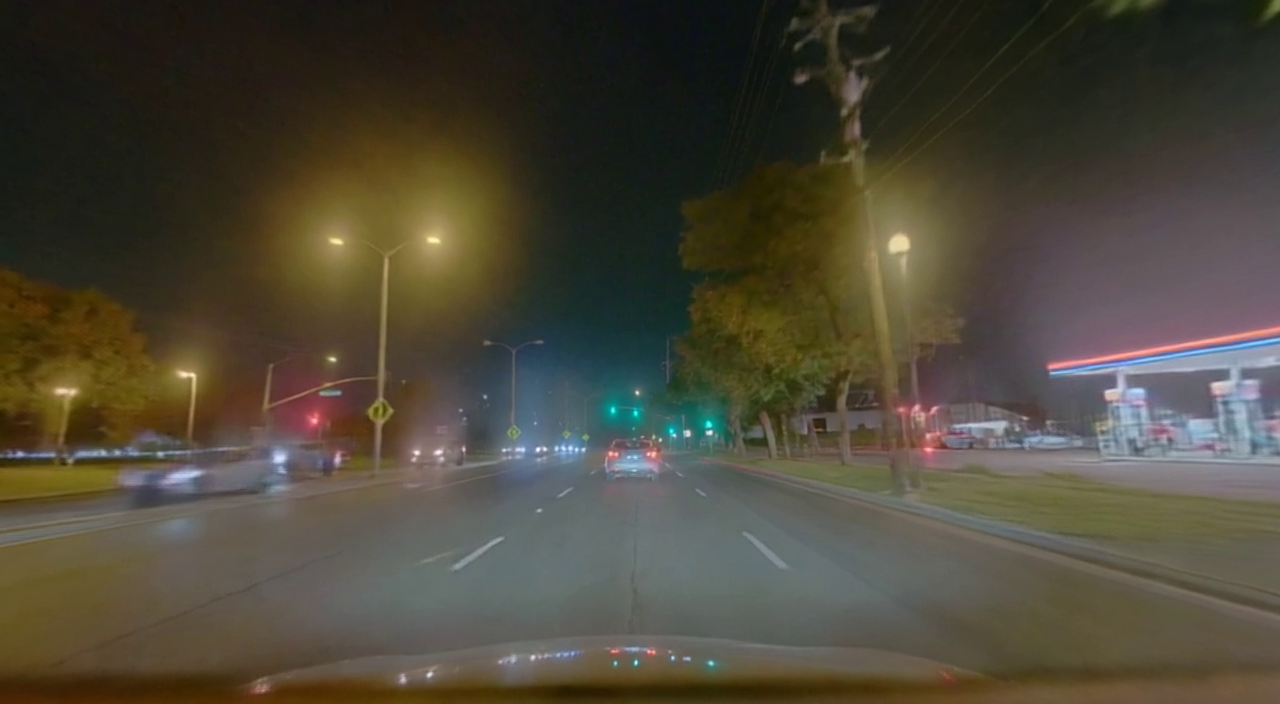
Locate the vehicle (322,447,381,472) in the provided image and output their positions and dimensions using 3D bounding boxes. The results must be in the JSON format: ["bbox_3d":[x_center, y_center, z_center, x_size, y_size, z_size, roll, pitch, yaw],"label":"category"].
[{"bbox_3d":[-19.043,7.085,41.758,1.819,1.473,4.258,0,-8,0],"label":"vehicle"}]

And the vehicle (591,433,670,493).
[{"bbox_3d":[-0.254,3.191,18.510,2.062,1.519,4.214,0,-8,0],"label":"vehicle"}]

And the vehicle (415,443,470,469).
[{"bbox_3d":[-12.419,6.539,39.856,1.936,1.498,4.611,0,-8,1],"label":"vehicle"}]

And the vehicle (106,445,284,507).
[{"bbox_3d":[-12.349,3.415,17.906,1.868,1.516,4.321,0,-8,0],"label":"vehicle"}]
